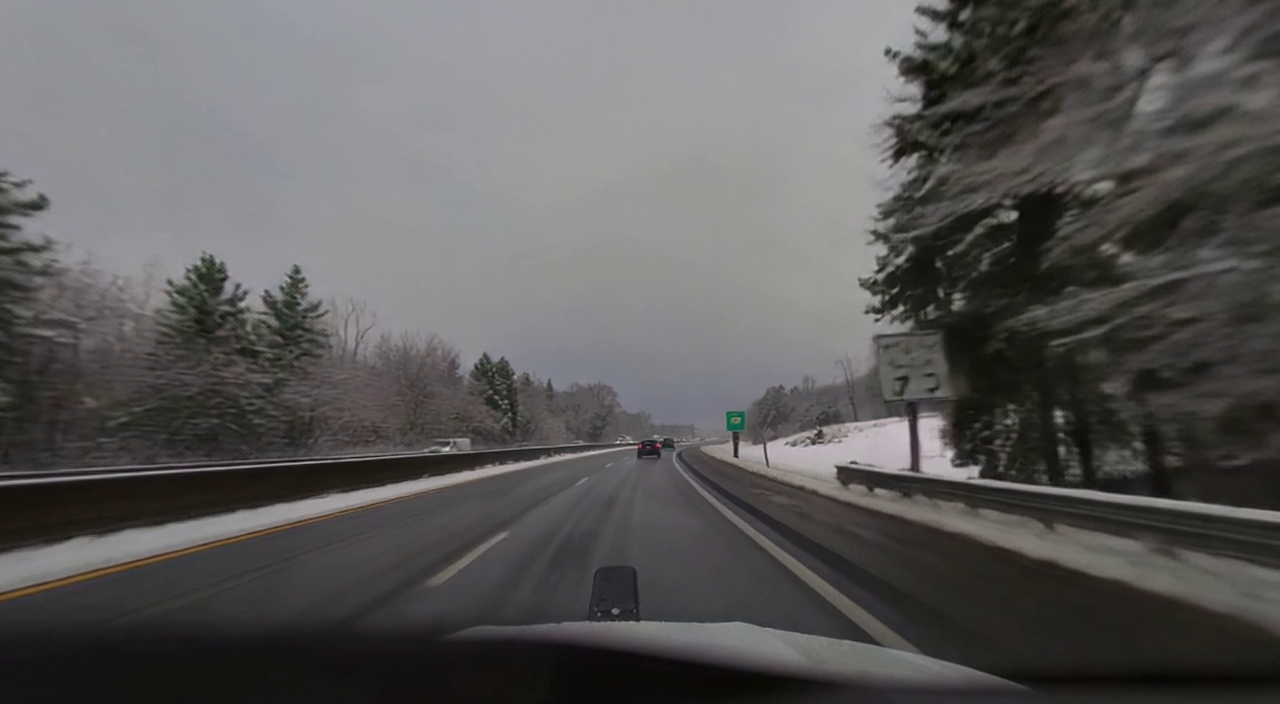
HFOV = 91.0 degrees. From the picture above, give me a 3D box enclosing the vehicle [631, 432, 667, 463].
[{"bbox_3d":[0.598,6.177,40.745,2.188,1.825,4.282,-1,-8,2],"label":"vehicle"}]
